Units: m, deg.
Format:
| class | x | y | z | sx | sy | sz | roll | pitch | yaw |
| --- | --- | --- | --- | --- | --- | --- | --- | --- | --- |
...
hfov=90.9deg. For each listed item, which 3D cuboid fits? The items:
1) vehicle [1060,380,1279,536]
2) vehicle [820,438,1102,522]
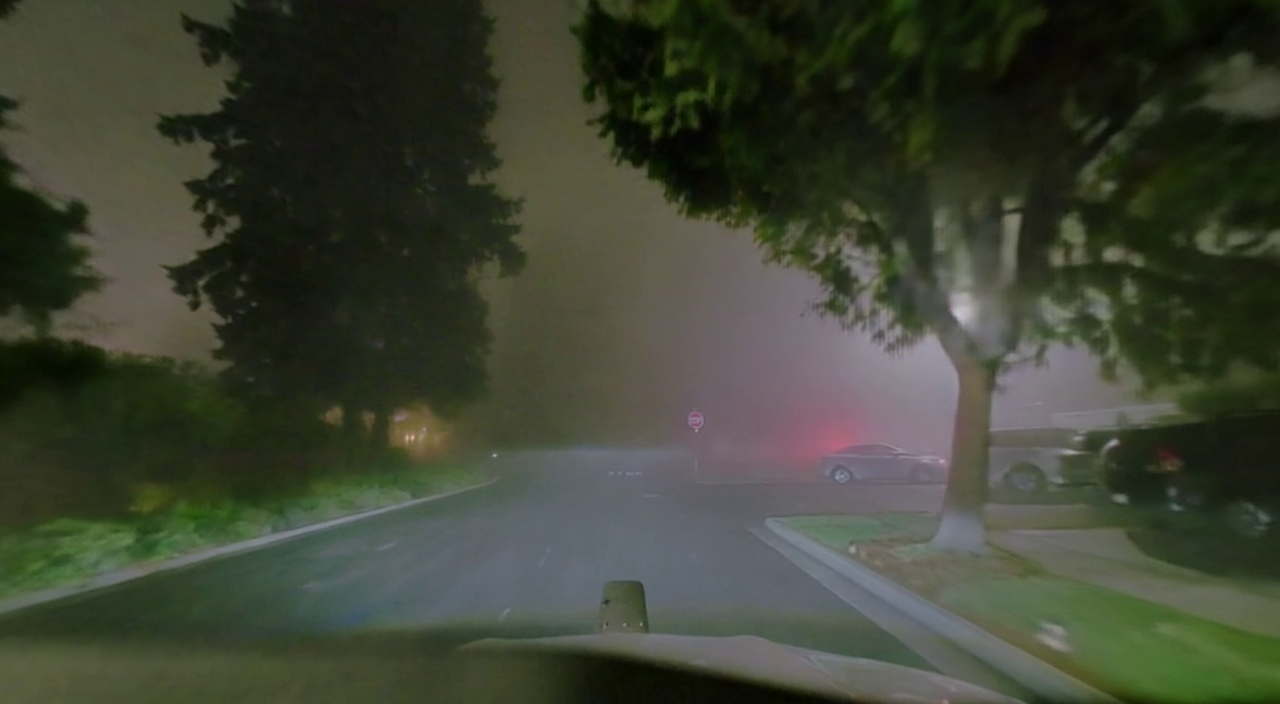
| class | x | y | z | sx | sy | sz | roll | pitch | yaw |
| --- | --- | --- | --- | --- | --- | --- | --- | --- | --- |
| vehicle | 9.431 | 1.469 | 9.029 | 5.239 | 1.933 | 2.131 | 0 | -8 | -1 |
| vehicle | 5.767 | 2.335 | 11.760 | 4.229 | 1.402 | 1.811 | 0 | -8 | 1 |
